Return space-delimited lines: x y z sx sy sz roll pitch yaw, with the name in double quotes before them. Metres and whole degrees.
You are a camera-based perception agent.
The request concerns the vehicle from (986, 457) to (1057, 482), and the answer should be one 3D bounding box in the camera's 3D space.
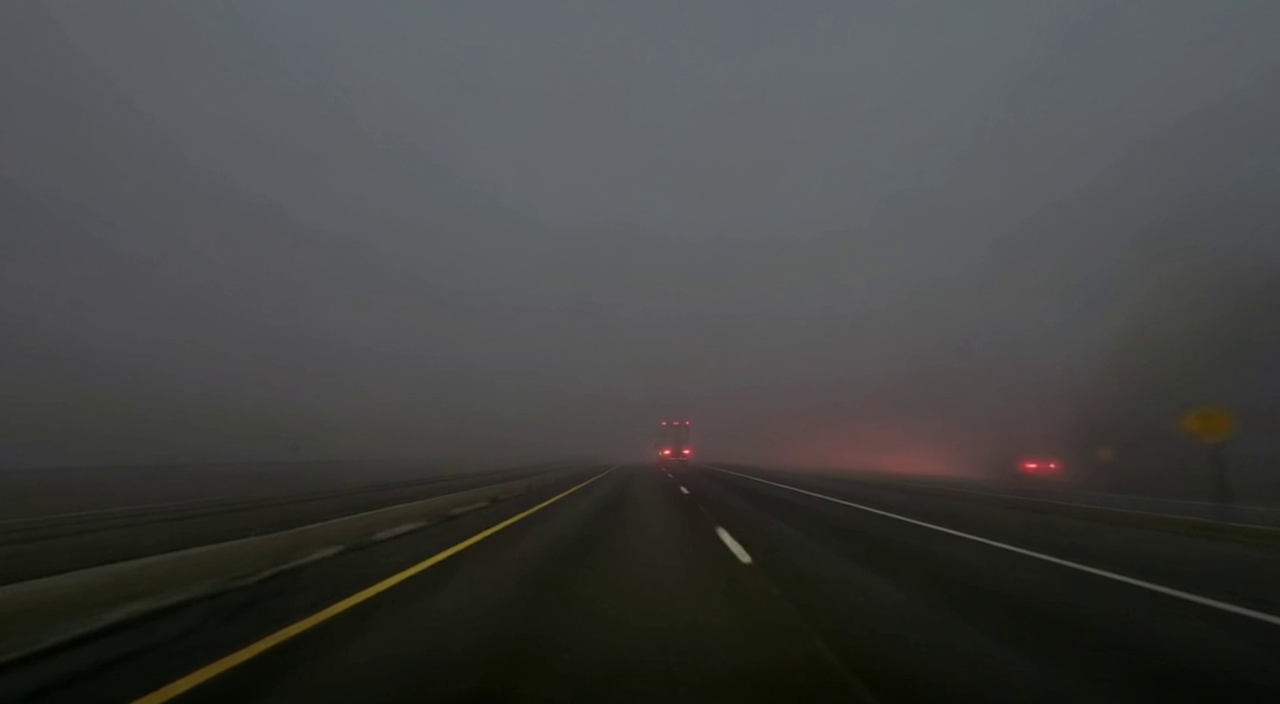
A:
"vehicle" 25.375 7.822 42.099 1.836 1.499 3.936 1 -9 -9
